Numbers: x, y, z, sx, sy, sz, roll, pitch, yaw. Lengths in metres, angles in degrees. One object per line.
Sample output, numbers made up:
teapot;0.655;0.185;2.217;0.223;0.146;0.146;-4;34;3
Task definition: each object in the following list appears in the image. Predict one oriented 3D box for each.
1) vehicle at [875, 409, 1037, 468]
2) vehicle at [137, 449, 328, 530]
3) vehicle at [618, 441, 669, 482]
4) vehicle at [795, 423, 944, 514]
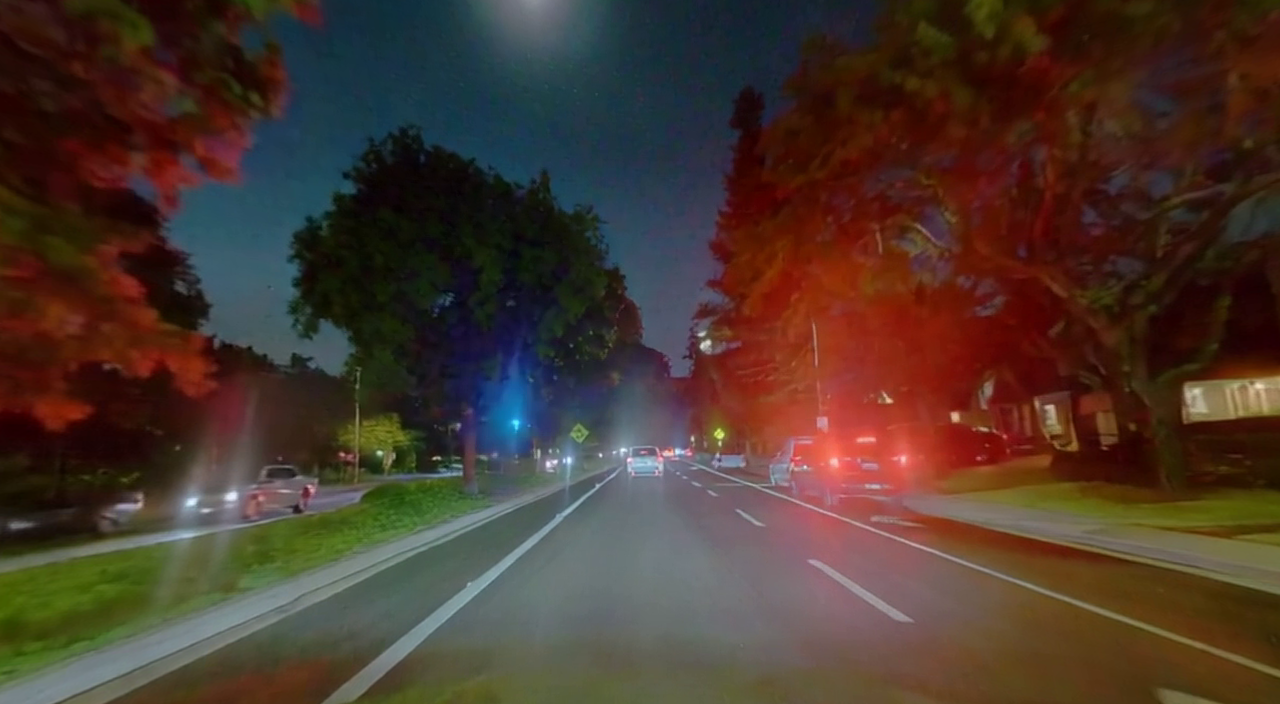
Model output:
vehicle;11.928;3.356;24.180;4.919;1.886;2.086;-4;-10;2
vehicle;-10.303;3.454;16.503;2.028;1.759;4.360;0;-8;0
vehicle;0.192;4.800;27.979;2.106;1.655;3.717;0;-8;1
vehicle;5.131;2.673;14.981;2.045;1.776;4.851;-1;-8;5
